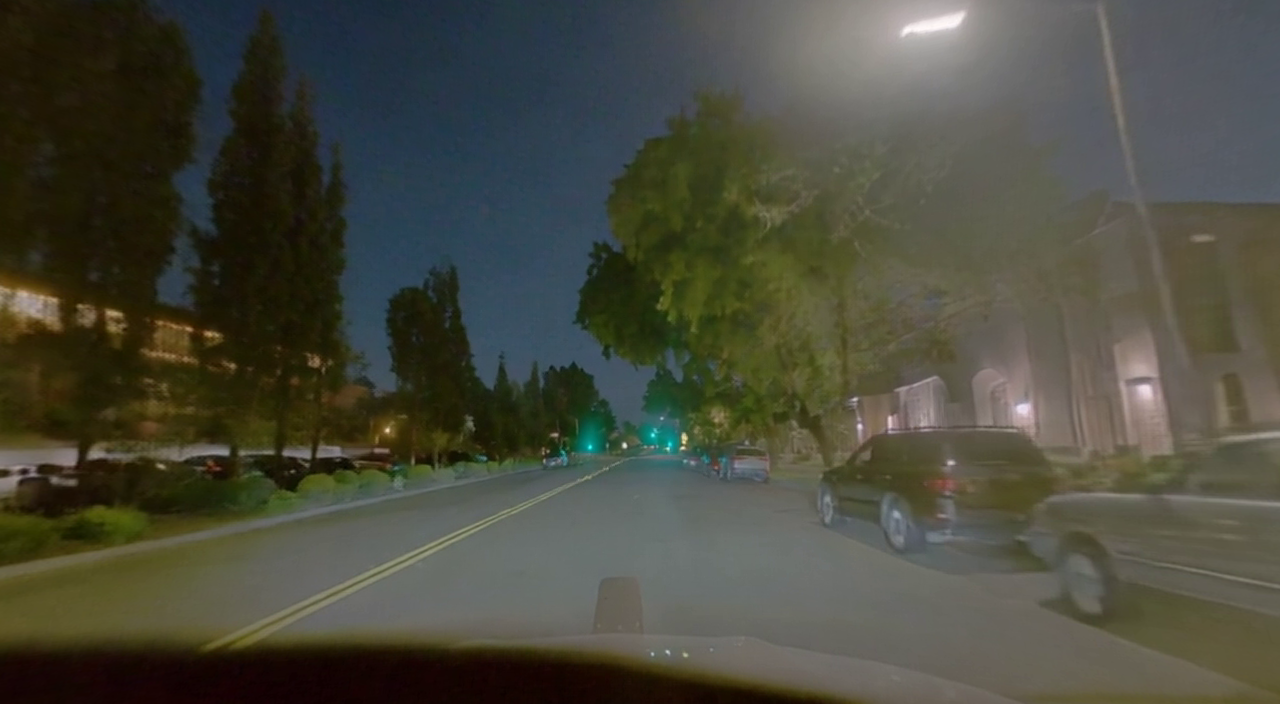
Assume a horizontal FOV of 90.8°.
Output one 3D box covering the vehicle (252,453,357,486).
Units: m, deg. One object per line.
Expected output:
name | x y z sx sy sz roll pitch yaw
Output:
vehicle | -15.866 5.528 29.907 4.181 1.467 1.851 -3 -9 16

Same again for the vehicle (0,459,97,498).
vehicle | -26.404 5.405 27.097 4.376 1.523 1.781 5 -10 -32

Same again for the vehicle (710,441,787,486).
vehicle | 4.076 4.281 24.663 1.952 1.538 5.215 0 -8 -1

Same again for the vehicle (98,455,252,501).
vehicle | -16.209 4.344 22.066 4.491 1.455 1.959 -3 -9 18

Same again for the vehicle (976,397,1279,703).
vehicle | 4.055 0.991 3.121 1.933 1.528 5.006 0 -8 -1

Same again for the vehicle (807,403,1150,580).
vehicle | 3.935 1.700 8.469 2.104 1.726 4.288 0 -8 -1
